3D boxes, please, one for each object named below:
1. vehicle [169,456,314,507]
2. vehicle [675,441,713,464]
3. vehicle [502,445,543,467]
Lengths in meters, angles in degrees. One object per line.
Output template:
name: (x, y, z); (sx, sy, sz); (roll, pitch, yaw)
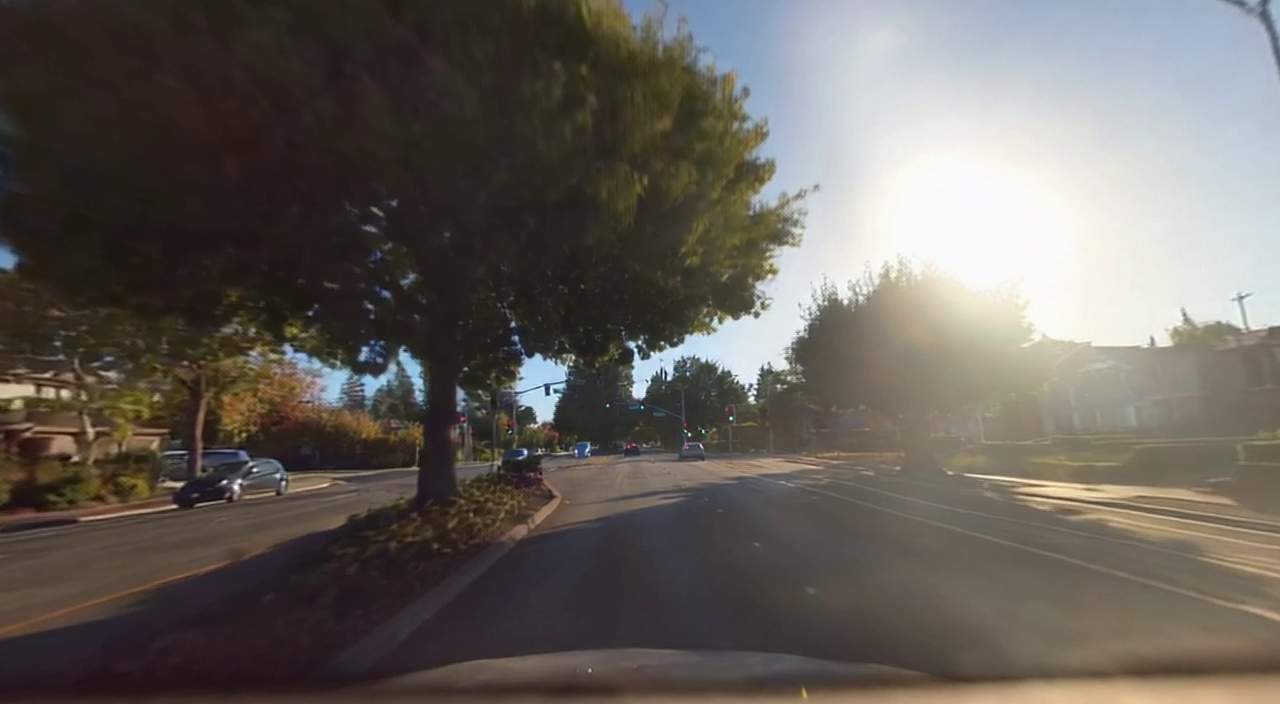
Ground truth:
vehicle: (-13.416, 4.361, 21.686); (1.992, 1.453, 4.439); (-1, -9, 2)
vehicle: (3.641, 6.923, 43.560); (2.133, 1.494, 4.265); (0, -9, -2)
vehicle: (-8.698, 7.713, 47.010); (2.030, 1.495, 4.570); (-1, -9, 2)
